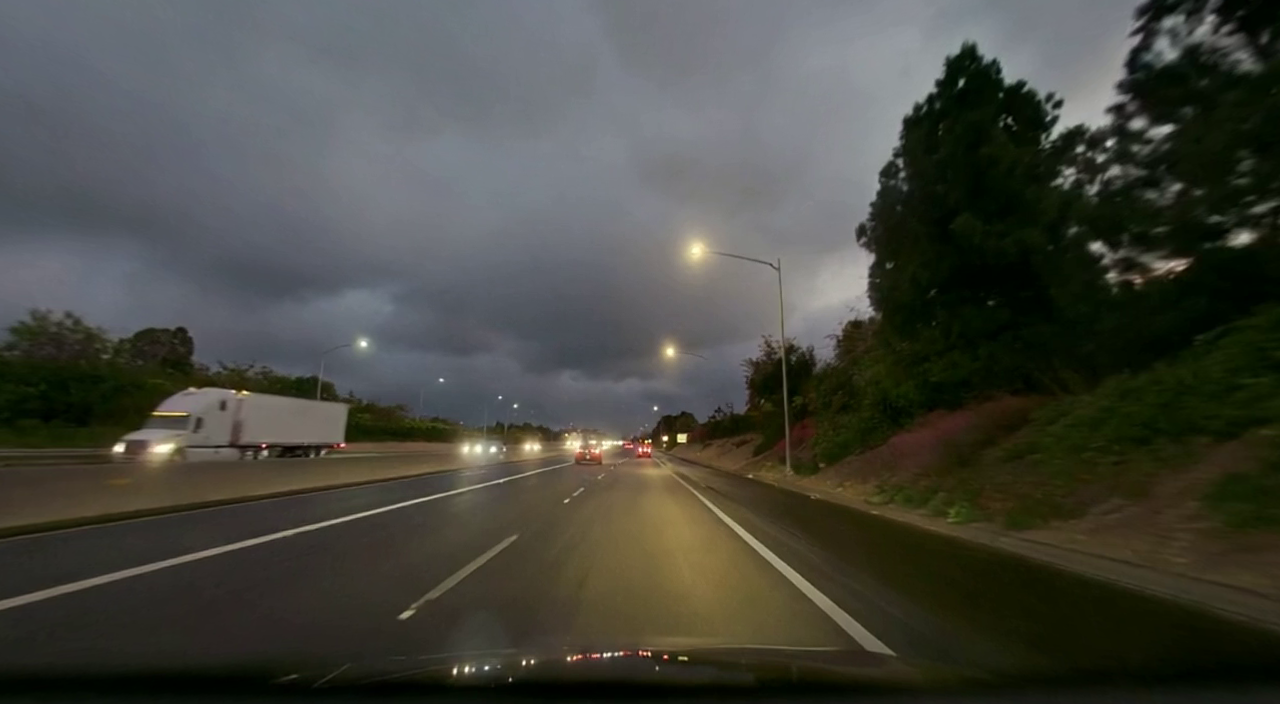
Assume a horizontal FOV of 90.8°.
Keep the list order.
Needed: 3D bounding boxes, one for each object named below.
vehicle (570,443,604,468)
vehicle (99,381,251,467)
[{"bbox_3d":[-3.513,6.909,42.139,1.921,1.536,3.920,0,-9,0],"label":"vehicle"},{"bbox_3d":[-23.124,3.738,31.891,2.999,3.954,5.878,0,-9,0],"label":"vehicle"}]
